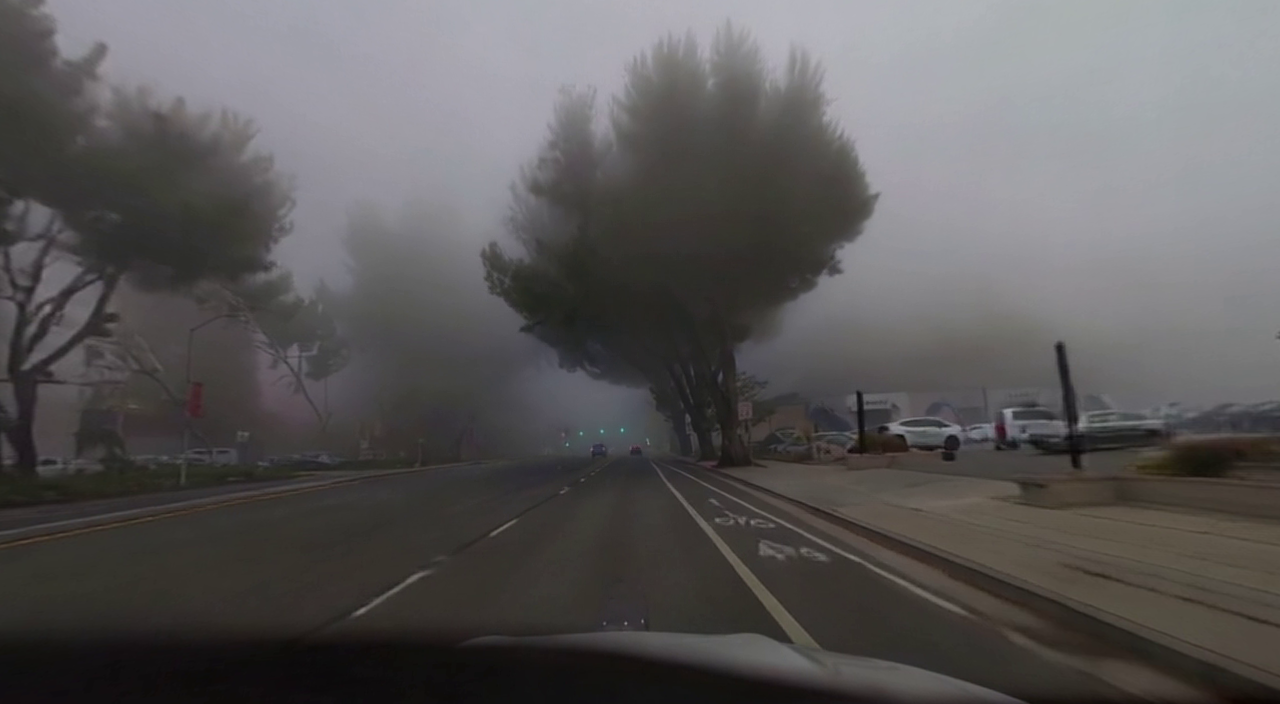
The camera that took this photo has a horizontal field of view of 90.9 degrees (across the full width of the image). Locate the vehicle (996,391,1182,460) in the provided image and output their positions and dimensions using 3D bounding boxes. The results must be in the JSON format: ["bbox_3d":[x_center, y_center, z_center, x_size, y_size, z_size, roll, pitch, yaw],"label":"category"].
[{"bbox_3d":[11.931,1.986,16.911,3.618,1.433,1.661,-5,-7,-1],"label":"vehicle"}]

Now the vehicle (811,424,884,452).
[{"bbox_3d":[12.569,5.230,38.318,3.742,1.560,1.822,-1,-9,-2],"label":"vehicle"}]

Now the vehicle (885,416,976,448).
[{"bbox_3d":[13.271,3.689,28.952,3.375,1.411,1.561,0,-9,0],"label":"vehicle"}]

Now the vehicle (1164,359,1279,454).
[{"bbox_3d":[12.749,1.108,12.028,3.982,1.652,1.747,1,-9,-5],"label":"vehicle"}]
